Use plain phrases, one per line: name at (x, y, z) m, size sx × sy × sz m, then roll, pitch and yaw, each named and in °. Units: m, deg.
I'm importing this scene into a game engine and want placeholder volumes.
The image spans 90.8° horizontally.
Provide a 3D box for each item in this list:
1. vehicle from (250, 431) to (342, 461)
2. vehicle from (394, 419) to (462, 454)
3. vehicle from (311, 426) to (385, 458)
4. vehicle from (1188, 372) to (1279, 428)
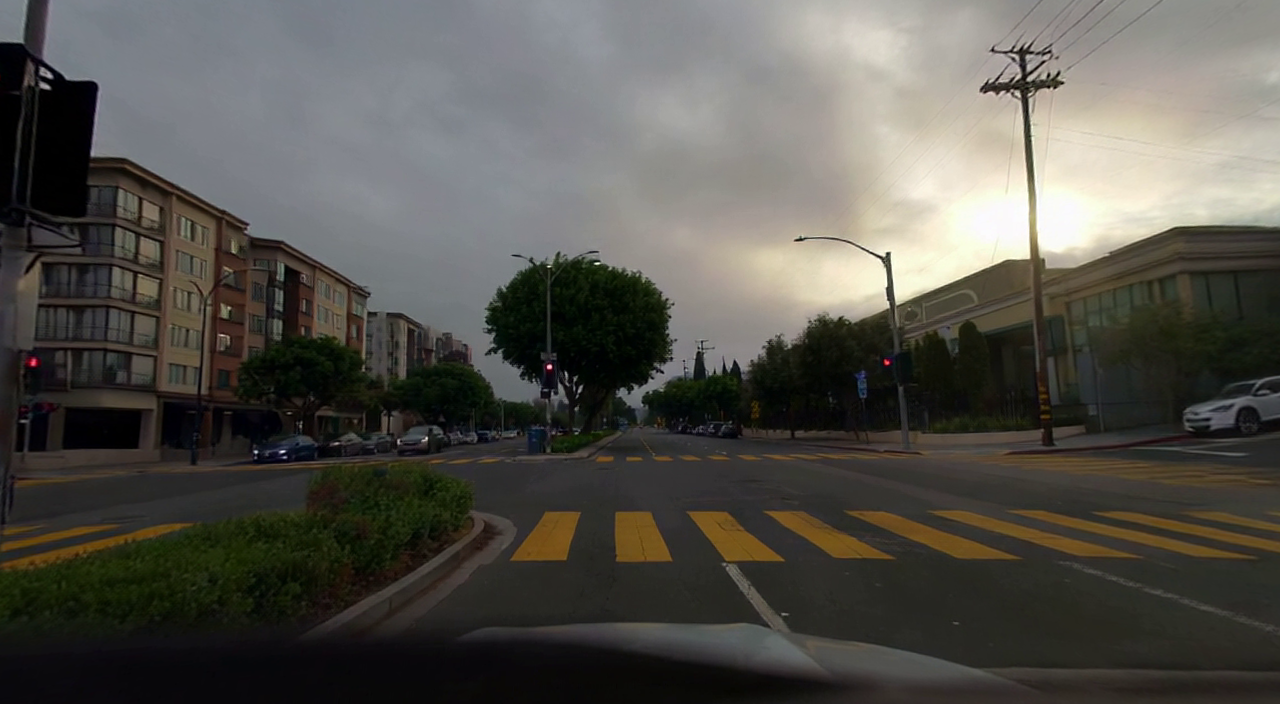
vehicle at (-18.058, 4.973, 33.515) m, size 1.939 × 1.430 × 5.533 m, roll 0°, pitch -8°, yaw -2°
vehicle at (-11.793, 4.770, 35.515) m, size 2.118 × 1.809 × 4.591 m, roll 0°, pitch -8°, yaw 1°
vehicle at (-18.259, 5.677, 39.846) m, size 2.225 × 1.871 × 5.189 m, roll 0°, pitch -8°, yaw 0°
vehicle at (22.363, 1.618, 22.231) m, size 4.531 × 1.753 × 1.964 m, roll -2°, pitch -2°, yaw -5°
